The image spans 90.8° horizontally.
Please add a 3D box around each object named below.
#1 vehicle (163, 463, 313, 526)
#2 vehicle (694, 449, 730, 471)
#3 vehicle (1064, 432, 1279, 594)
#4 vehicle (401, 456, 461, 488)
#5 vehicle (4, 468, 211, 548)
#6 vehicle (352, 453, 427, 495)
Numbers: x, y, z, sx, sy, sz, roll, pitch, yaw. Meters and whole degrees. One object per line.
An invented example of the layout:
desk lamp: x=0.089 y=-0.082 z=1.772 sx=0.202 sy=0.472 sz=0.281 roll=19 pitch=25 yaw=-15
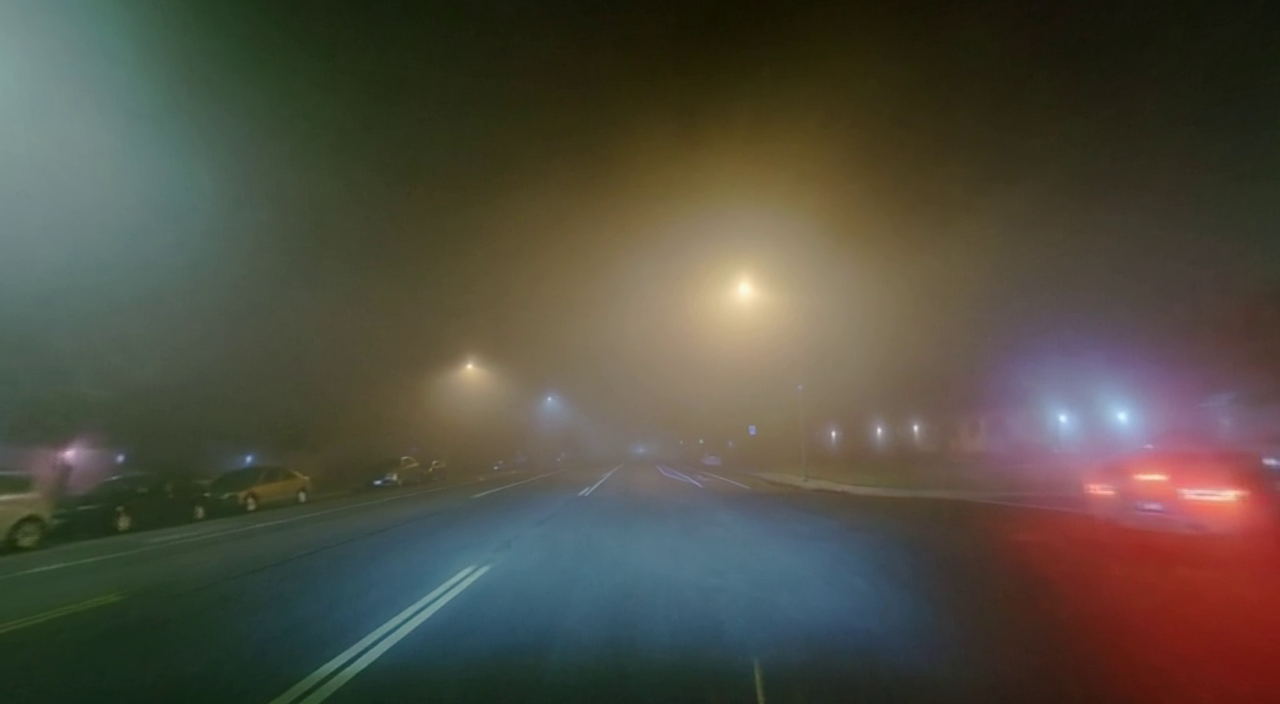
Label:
vehicle: x=-12.332 y=4.337 z=19.803 sx=1.795 sy=1.472 sz=4.601 roll=-5 pitch=-9 yaw=-1
vehicle: x=5.176 y=7.794 z=45.846 sx=1.923 sy=1.454 sz=4.460 roll=0 pitch=-9 yaw=-2
vehicle: x=6.907 y=1.795 z=7.916 sx=2.022 sy=1.471 sz=4.432 roll=-7 pitch=-11 yaw=40
vehicle: x=-12.043 y=6.896 z=36.684 sx=1.872 sy=1.472 sz=4.719 roll=-6 pitch=-9 yaw=-1
vehicle: x=-12.424 y=3.609 z=15.135 sx=1.676 sy=1.496 sz=3.804 roll=0 pitch=-9 yaw=-1
vehicle: x=-12.518 y=6.077 z=31.871 sx=1.988 sy=1.741 sz=4.379 roll=-6 pitch=-9 yaw=-1
